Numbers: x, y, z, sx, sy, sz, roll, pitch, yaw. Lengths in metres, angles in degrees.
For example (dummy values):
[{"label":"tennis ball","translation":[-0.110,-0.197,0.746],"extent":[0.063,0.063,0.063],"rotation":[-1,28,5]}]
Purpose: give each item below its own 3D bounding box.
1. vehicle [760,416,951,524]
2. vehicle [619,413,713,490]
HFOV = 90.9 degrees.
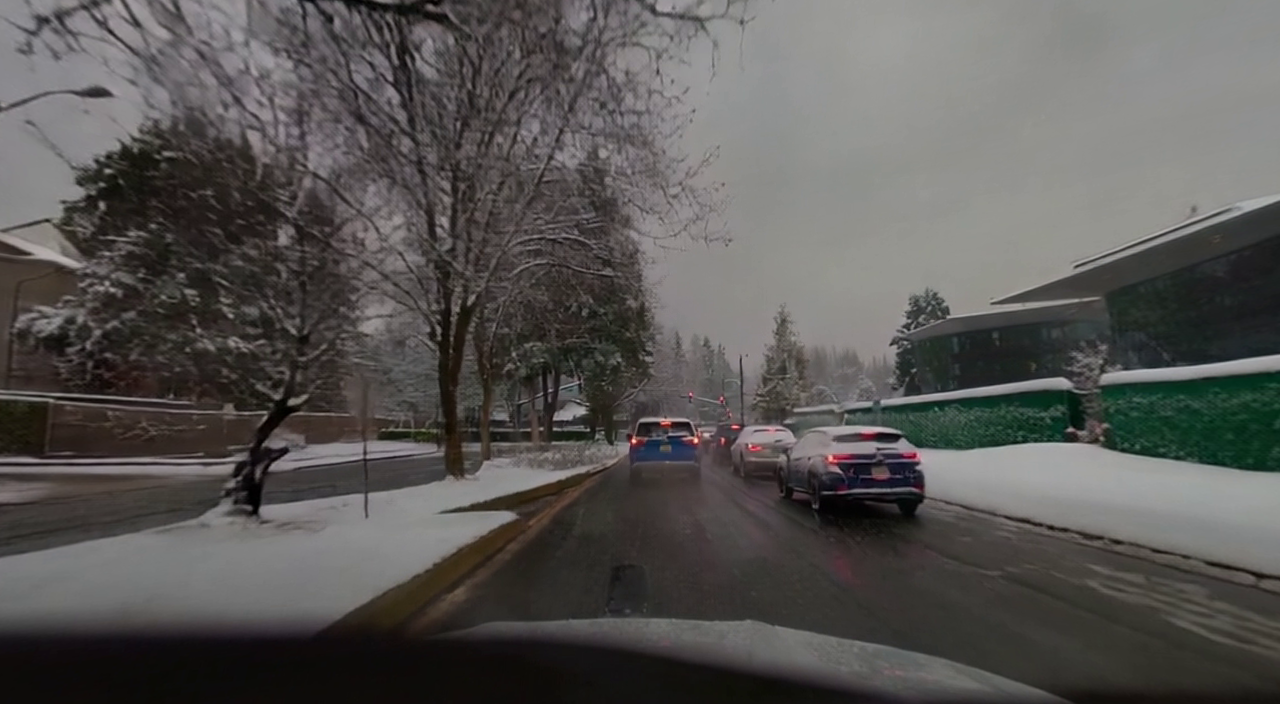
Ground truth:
[{"label":"vehicle","translation":[3.909,2.259,12.560],"extent":[2.138,1.699,4.852],"rotation":[0,-8,1]},{"label":"vehicle","translation":[0.724,2.859,18.267],"extent":[2.386,1.947,4.168],"rotation":[-1,-8,2]}]
